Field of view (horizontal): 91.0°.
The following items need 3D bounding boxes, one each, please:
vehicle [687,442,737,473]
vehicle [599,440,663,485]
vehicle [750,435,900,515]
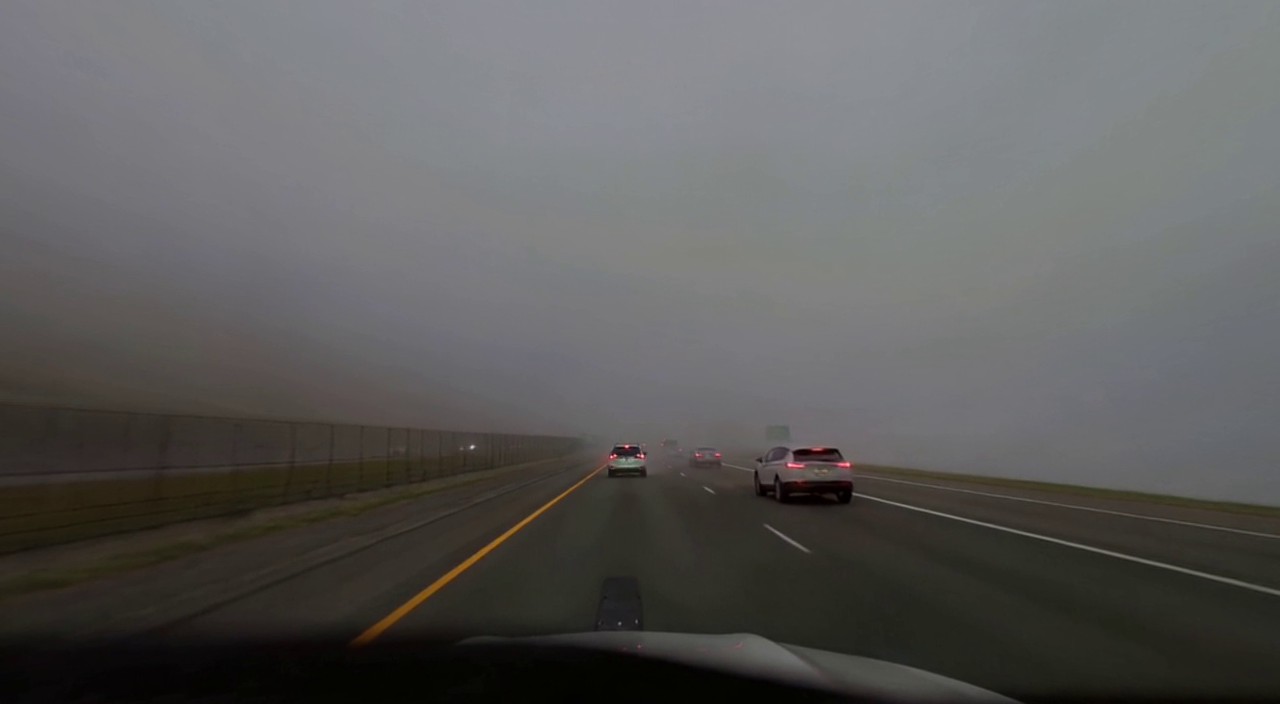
[{"bbox_3d":[3.623,5.389,32.403,1.957,1.447,4.241,0,-9,-1],"label":"vehicle"},{"bbox_3d":[-0.333,3.912,22.549,2.085,1.449,3.860,0,-9,-1],"label":"vehicle"},{"bbox_3d":[3.846,2.627,13.974,1.949,1.493,4.272,0,-9,-1],"label":"vehicle"}]
